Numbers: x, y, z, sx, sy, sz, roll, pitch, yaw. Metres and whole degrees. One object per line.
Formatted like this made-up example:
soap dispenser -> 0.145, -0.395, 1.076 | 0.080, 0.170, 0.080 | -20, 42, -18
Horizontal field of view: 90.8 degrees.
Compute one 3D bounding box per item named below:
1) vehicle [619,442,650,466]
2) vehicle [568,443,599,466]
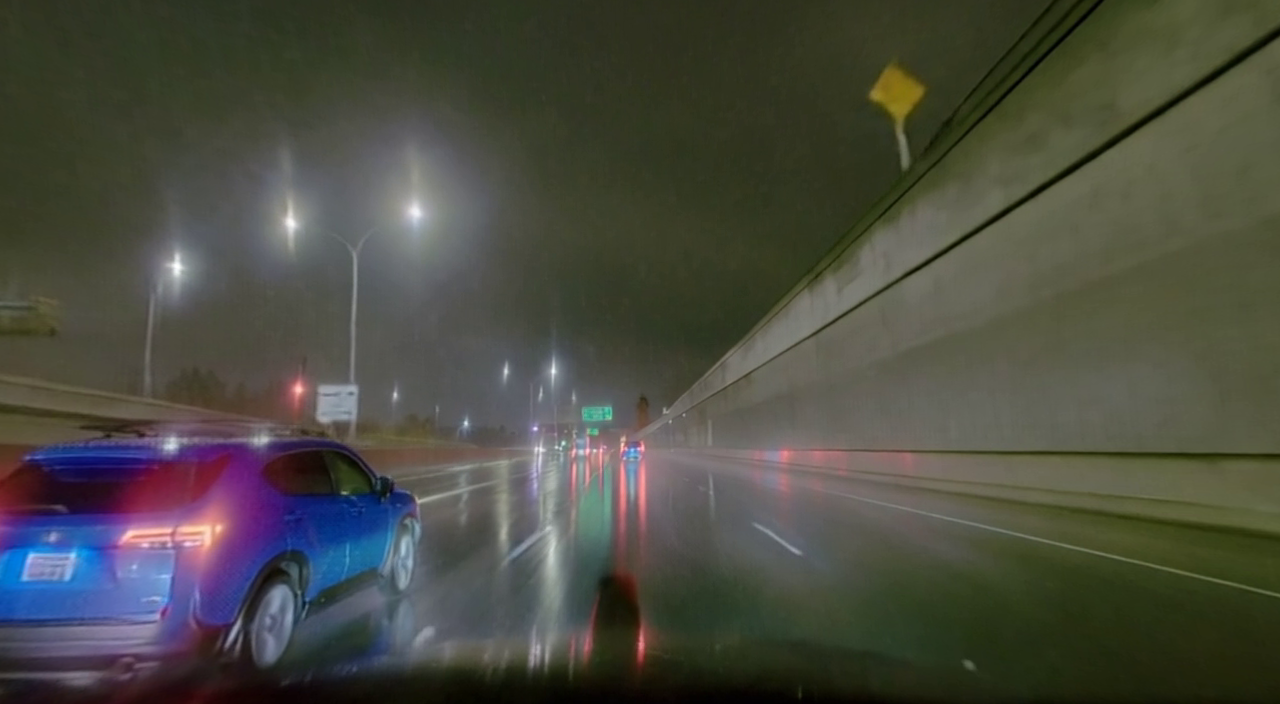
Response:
vehicle -> -0.438, 7.328, 45.583 | 2.132, 1.657, 3.967 | 0, -8, -2
vehicle -> -4.252, 7.729, 47.868 | 2.000, 1.646, 4.201 | 0, -8, -1
